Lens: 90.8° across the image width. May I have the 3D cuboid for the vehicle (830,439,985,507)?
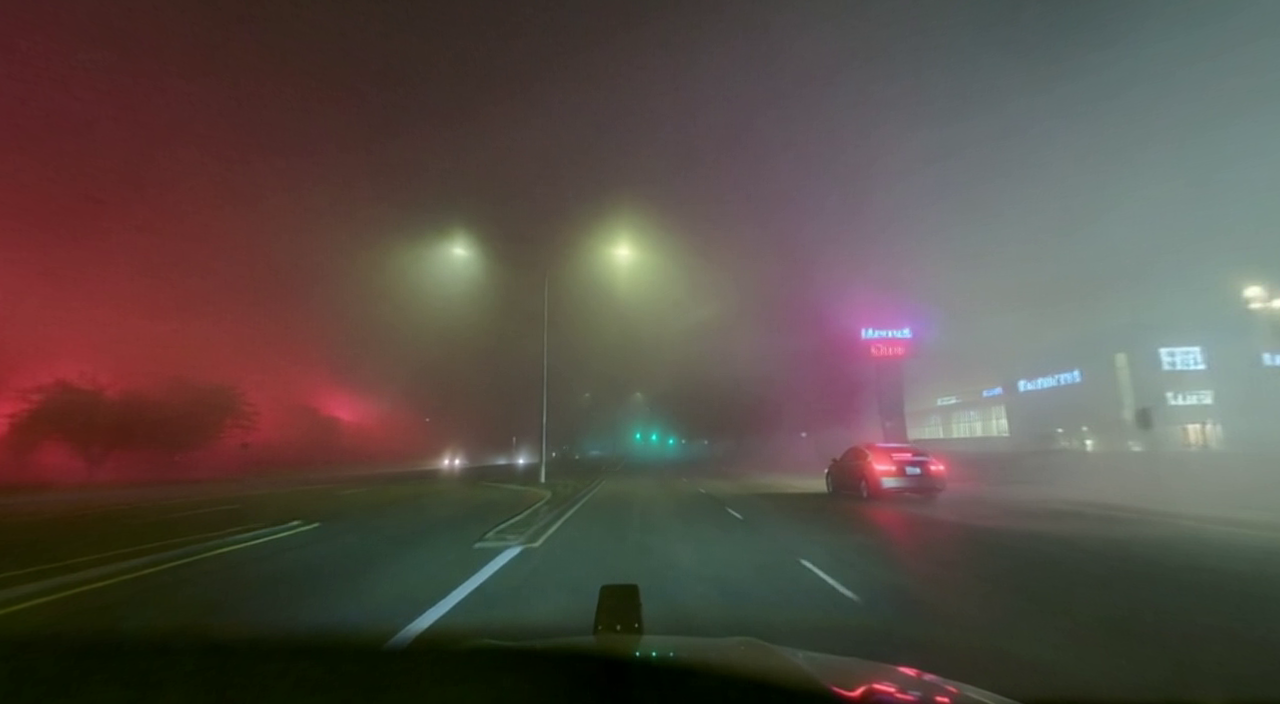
[{"bbox_3d":[6.726,3.069,16.570,1.913,1.504,4.738,0,-9,-1],"label":"vehicle"}]
